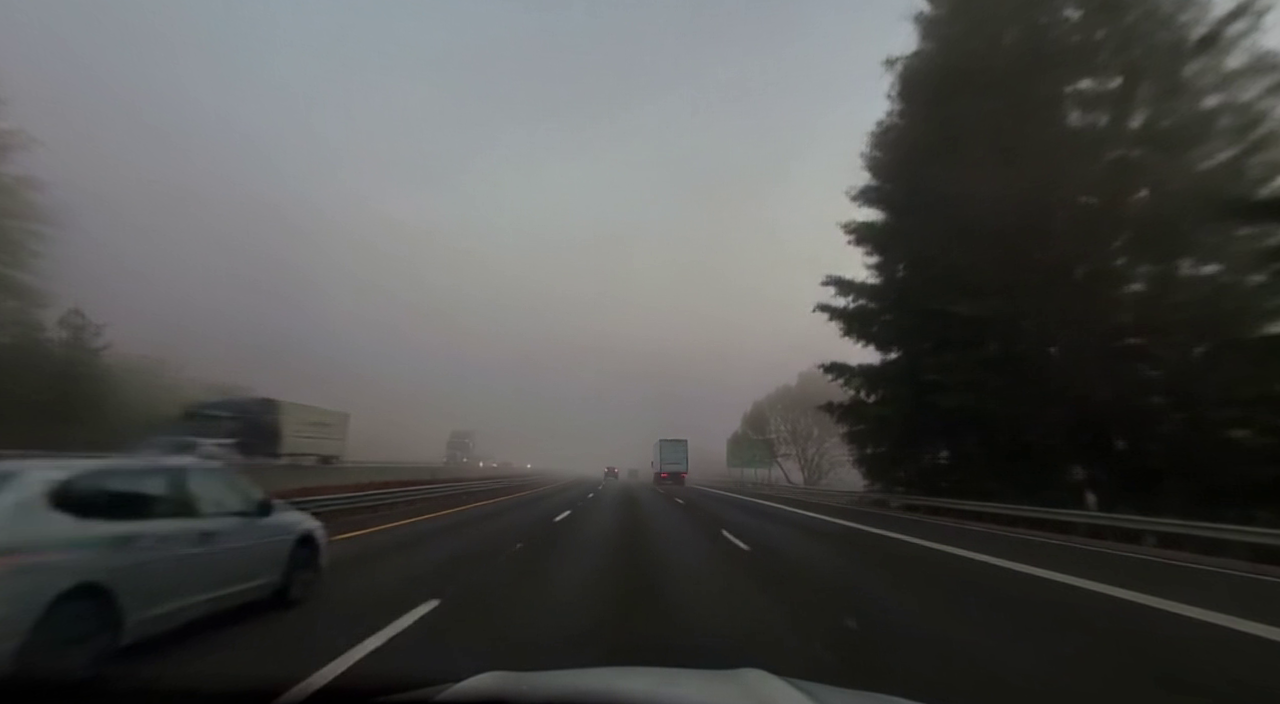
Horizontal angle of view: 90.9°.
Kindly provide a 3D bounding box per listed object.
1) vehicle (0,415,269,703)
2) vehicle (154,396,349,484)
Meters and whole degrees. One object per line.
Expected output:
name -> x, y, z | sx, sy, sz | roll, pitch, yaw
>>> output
vehicle -> -3.865, 1.048, 2.978 | 1.868, 1.485, 3.770 | 1, -11, 0
vehicle -> -12.002, 2.953, 20.260 | 2.336, 2.353, 6.170 | 1, -11, -1
